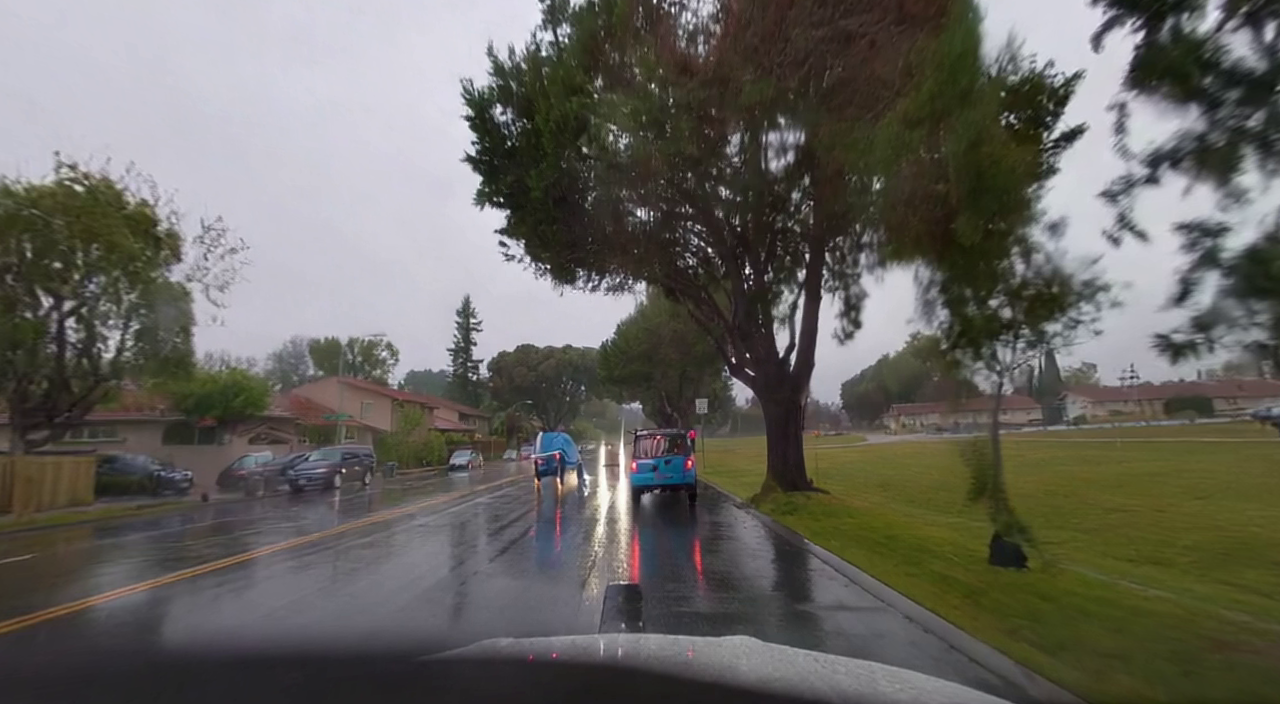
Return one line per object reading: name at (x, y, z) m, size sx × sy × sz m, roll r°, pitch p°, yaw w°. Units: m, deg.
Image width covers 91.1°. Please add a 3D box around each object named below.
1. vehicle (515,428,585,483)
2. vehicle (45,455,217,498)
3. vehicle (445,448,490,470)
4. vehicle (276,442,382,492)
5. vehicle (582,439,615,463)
vehicle at (-3.168, 3.741, 22.936) m, size 1.908 × 1.809 × 4.230 m, roll 0°, pitch -8°, yaw 1°
vehicle at (-18.825, 4.606, 23.395) m, size 4.635 × 1.487 × 1.969 m, roll 0°, pitch -9°, yaw -1°
vehicle at (-12.177, 7.599, 44.604) m, size 1.887 × 1.469 × 4.691 m, roll 0°, pitch -9°, yaw -1°
vehicle at (-12.360, 4.576, 25.361) m, size 1.928 × 1.800 × 4.632 m, roll 0°, pitch -8°, yaw -1°
vehicle at (-2.906, 7.028, 44.804) m, size 2.007 × 1.615 × 3.758 m, roll 0°, pitch -8°, yaw 1°
